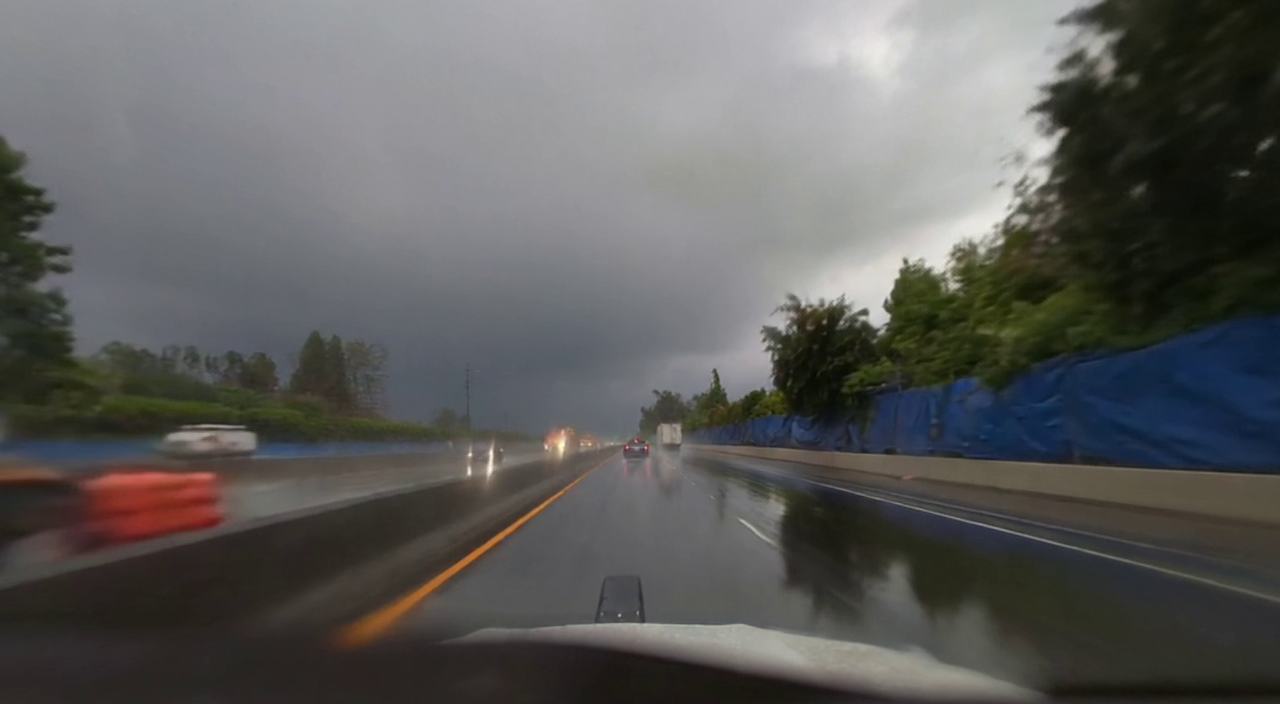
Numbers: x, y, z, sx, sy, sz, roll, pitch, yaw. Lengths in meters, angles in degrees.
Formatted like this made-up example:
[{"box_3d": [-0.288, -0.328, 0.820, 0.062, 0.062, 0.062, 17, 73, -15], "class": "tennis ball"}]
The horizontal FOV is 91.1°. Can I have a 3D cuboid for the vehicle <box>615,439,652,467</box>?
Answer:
[{"box_3d": [-0.361, 5.744, 36.013, 2.004, 1.472, 4.075, 0, -8, -1], "class": "vehicle"}]

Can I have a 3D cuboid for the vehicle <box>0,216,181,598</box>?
[{"box_3d": [-8.263, 0.288, 4.116, 3.129, 4.014, 10.246, -4, -8, -2], "class": "vehicle"}]
